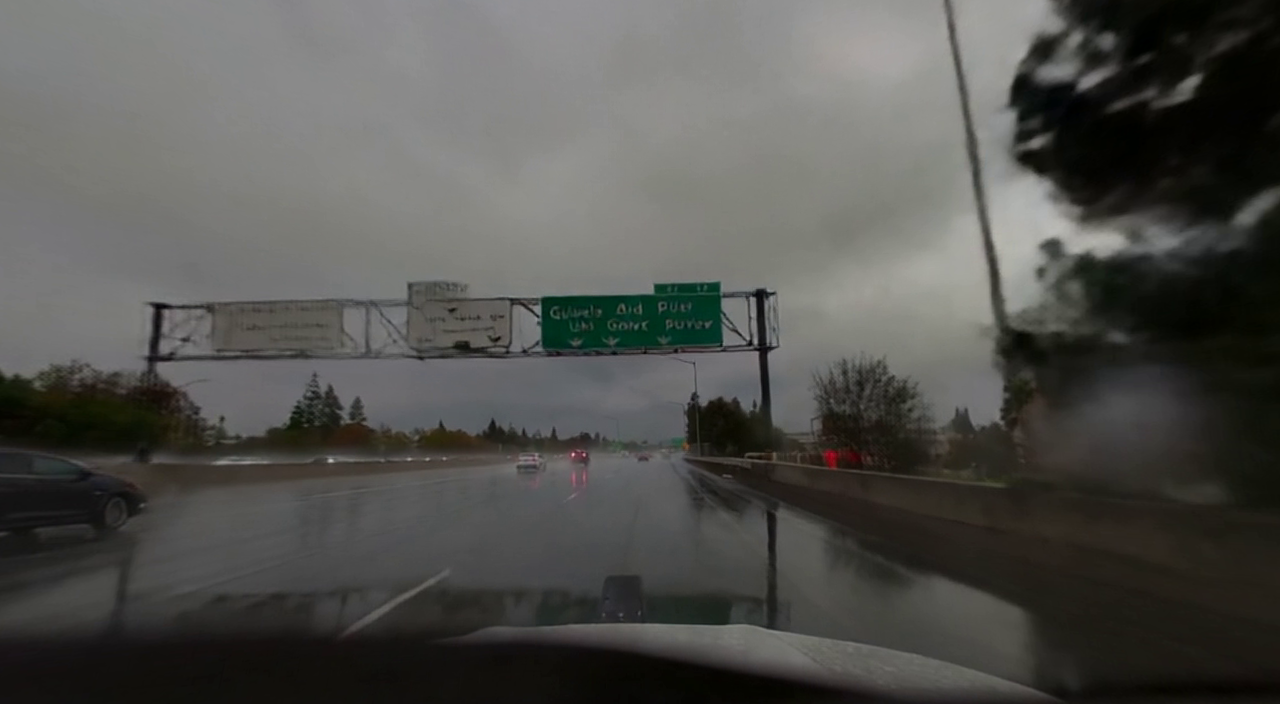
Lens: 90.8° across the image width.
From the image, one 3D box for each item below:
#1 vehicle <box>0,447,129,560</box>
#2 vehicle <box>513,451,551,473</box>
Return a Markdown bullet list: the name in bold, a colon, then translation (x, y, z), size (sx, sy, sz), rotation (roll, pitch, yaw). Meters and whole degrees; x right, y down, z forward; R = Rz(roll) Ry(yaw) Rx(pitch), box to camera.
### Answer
- **vehicle**: translation (-9.640, 2.067, 8.540), size (1.829, 1.520, 4.505), rotation (-1, -9, -3)
- **vehicle**: translation (-7.876, 8.065, 46.454), size (2.271, 1.537, 4.029), rotation (-1, -9, -2)
